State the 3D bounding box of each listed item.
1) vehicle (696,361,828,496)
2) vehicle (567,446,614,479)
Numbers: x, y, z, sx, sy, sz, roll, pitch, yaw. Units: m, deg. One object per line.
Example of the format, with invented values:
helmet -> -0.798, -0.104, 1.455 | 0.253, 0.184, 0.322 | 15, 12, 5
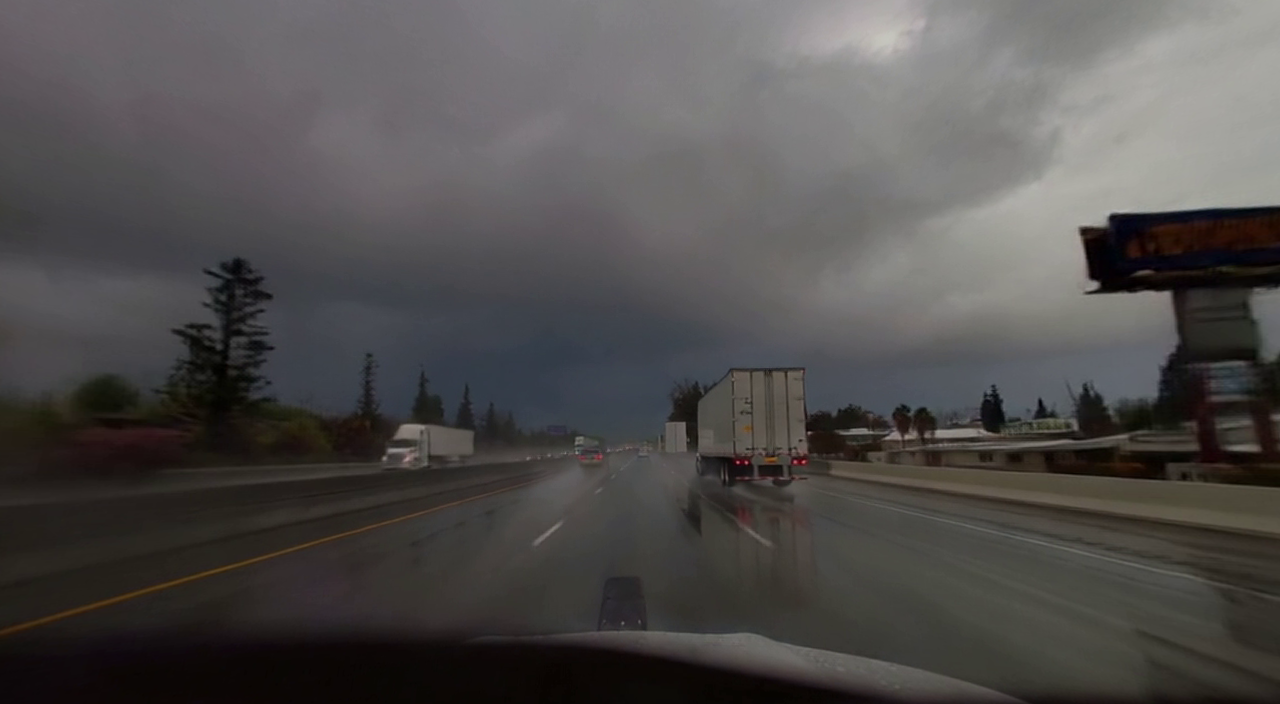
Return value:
vehicle -> 4.473, 3.491, 27.072 | 2.826, 4.269, 14.176 | 0, -9, 0
vehicle -> -2.862, 6.494, 37.403 | 2.291, 1.788, 4.825 | 0, -9, 1
